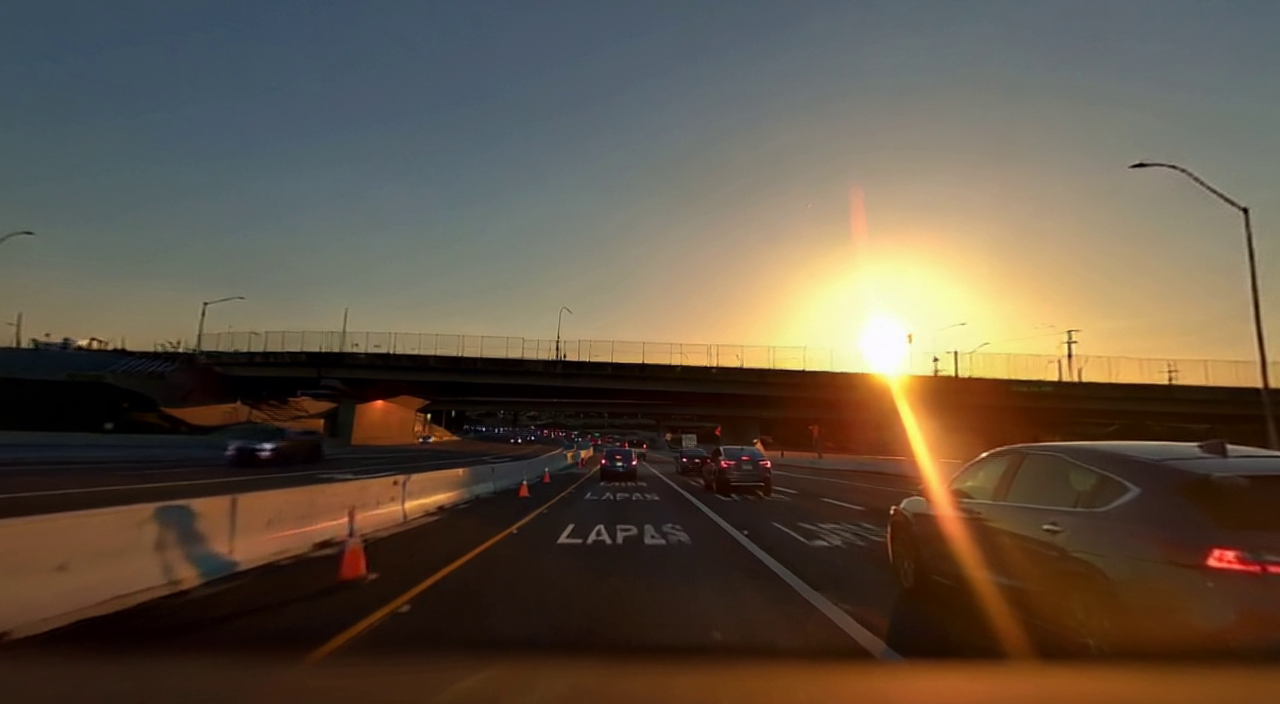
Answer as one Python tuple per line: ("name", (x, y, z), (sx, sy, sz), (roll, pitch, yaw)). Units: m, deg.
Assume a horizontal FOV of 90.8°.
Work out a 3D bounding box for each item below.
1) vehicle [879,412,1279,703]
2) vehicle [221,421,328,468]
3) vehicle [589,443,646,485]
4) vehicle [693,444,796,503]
("vehicle", (3.200, 1.146, 3.531), (1.996, 1.455, 4.281), (0, -9, -1))
("vehicle", (-16.489, 4.230, 28.839), (2.113, 1.925, 4.606), (0, -9, -1))
("vehicle", (-0.826, 4.336, 24.764), (2.069, 1.470, 4.004), (0, -9, -1))
("vehicle", (2.805, 3.375, 18.117), (2.042, 1.460, 4.451), (0, -9, -2))
